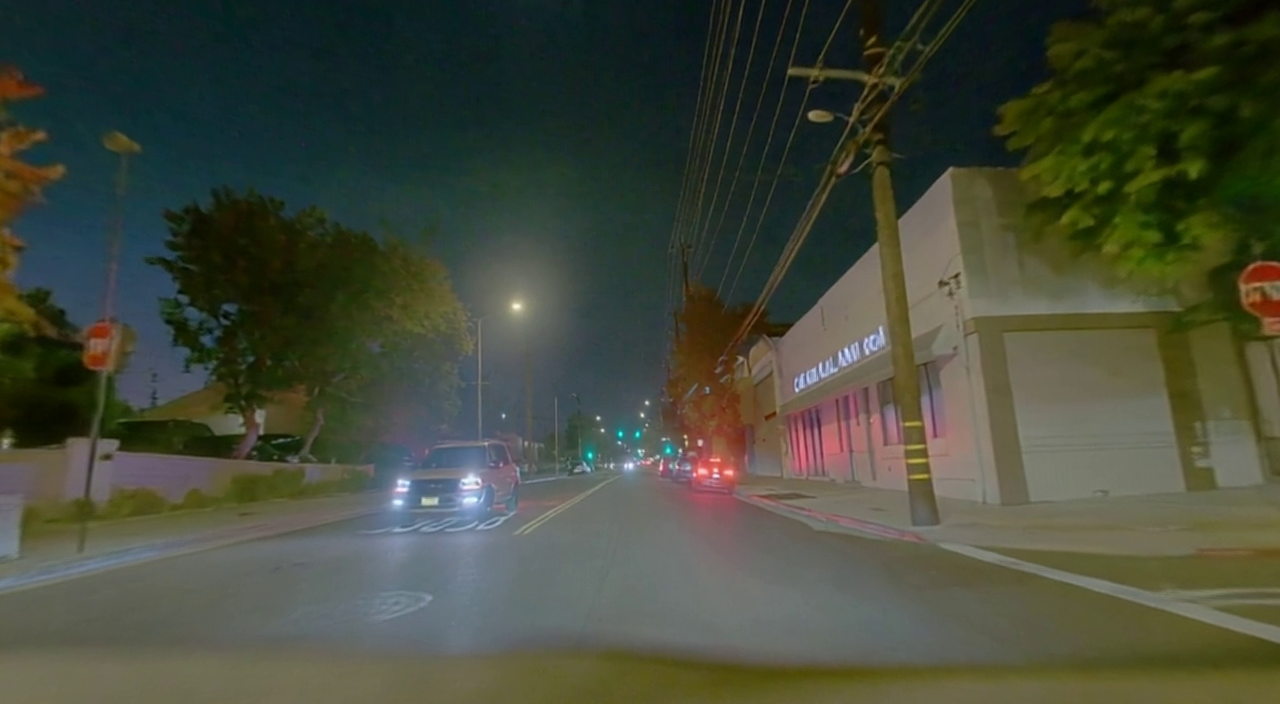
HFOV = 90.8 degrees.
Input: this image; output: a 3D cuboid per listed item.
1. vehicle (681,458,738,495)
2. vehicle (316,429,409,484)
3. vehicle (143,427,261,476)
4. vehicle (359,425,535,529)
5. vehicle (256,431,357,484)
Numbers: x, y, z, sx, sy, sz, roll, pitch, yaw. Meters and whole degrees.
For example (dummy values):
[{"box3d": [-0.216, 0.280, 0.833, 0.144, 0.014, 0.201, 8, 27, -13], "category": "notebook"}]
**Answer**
[{"box3d": [2.893, 5.293, 27.106, 1.877, 1.373, 3.854, 0, -8, -2], "category": "vehicle"}, {"box3d": [-15.579, 5.962, 36.011, 2.715, 2.789, 6.225, 1, -9, -4], "category": "vehicle"}, {"box3d": [-24.450, 5.578, 35.661, 2.288, 2.514, 5.886, 0, -8, 1], "category": "vehicle"}, {"box3d": [-4.110, 2.751, 14.593, 2.495, 1.966, 4.846, 0, -8, 0], "category": "vehicle"}, {"box3d": [-18.518, 5.809, 35.520, 2.256, 2.668, 5.979, -1, -7, 2], "category": "vehicle"}]
